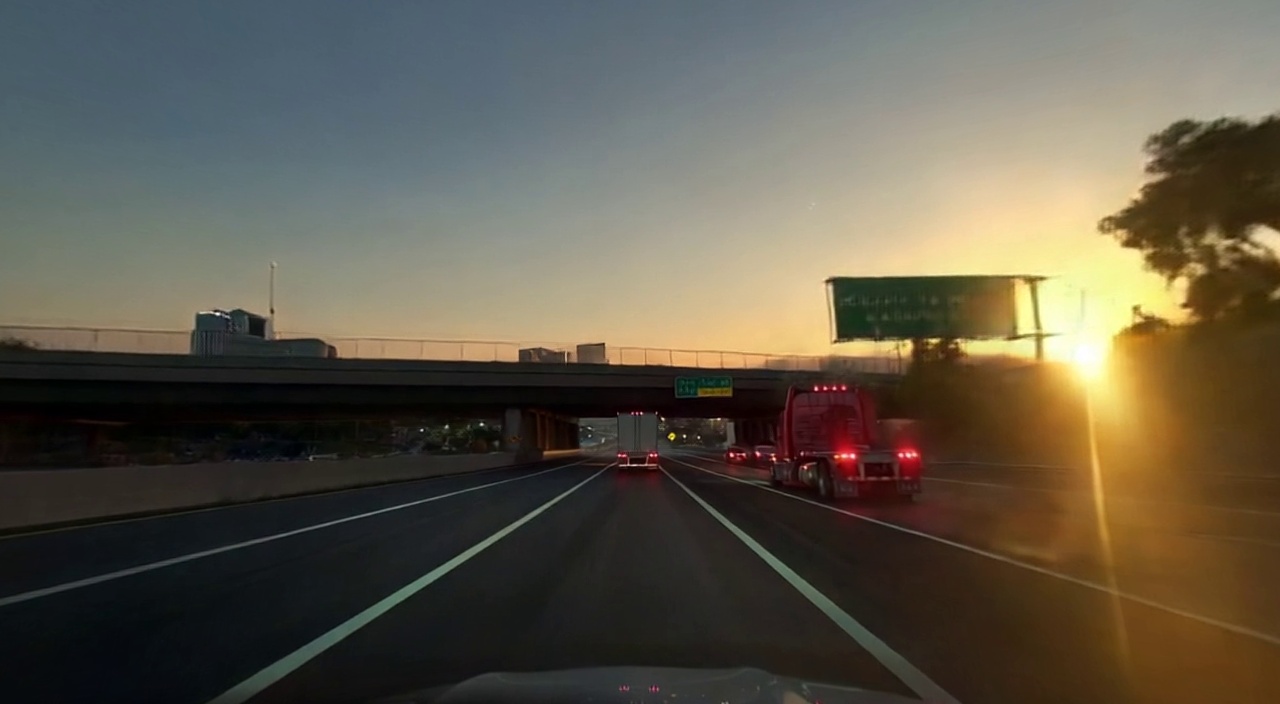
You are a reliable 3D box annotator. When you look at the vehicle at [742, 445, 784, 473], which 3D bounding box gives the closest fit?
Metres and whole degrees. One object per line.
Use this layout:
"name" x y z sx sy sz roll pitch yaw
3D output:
"vehicle" 7.240 6.331 37.451 1.687 1.503 3.688 0 -9 0
